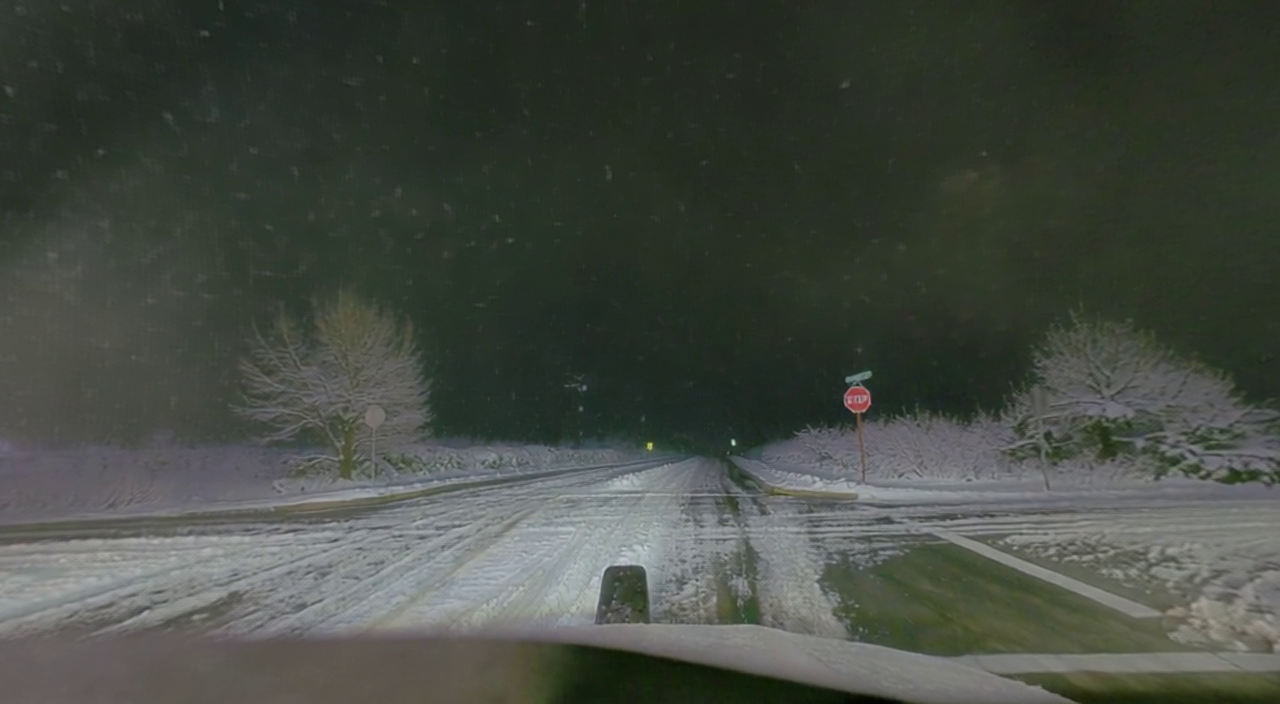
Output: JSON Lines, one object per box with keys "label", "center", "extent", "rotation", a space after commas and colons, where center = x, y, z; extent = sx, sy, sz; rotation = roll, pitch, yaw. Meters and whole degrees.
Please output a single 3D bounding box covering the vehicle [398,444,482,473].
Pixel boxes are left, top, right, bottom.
{"label": "vehicle", "center": [-12.645, 6.748, 40.032], "extent": [4.590, 1.735, 1.973], "rotation": [0, -8, 3]}
